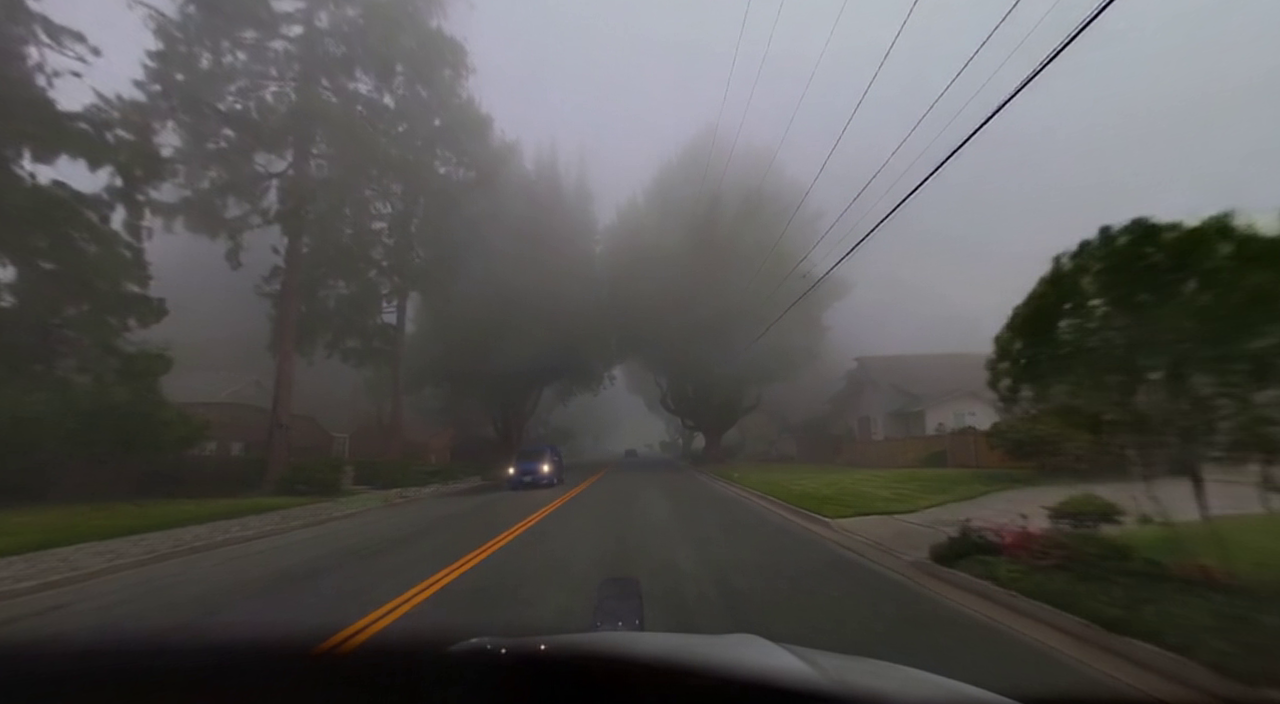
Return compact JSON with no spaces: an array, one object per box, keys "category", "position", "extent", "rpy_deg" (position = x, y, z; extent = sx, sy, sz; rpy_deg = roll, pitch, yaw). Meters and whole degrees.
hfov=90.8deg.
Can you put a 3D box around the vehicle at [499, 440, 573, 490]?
[{"category":"vehicle","position":[-4.107,4.554,25.808],"extent":[2.161,1.798,4.627],"rpy_deg":[0,-9,1]}]
